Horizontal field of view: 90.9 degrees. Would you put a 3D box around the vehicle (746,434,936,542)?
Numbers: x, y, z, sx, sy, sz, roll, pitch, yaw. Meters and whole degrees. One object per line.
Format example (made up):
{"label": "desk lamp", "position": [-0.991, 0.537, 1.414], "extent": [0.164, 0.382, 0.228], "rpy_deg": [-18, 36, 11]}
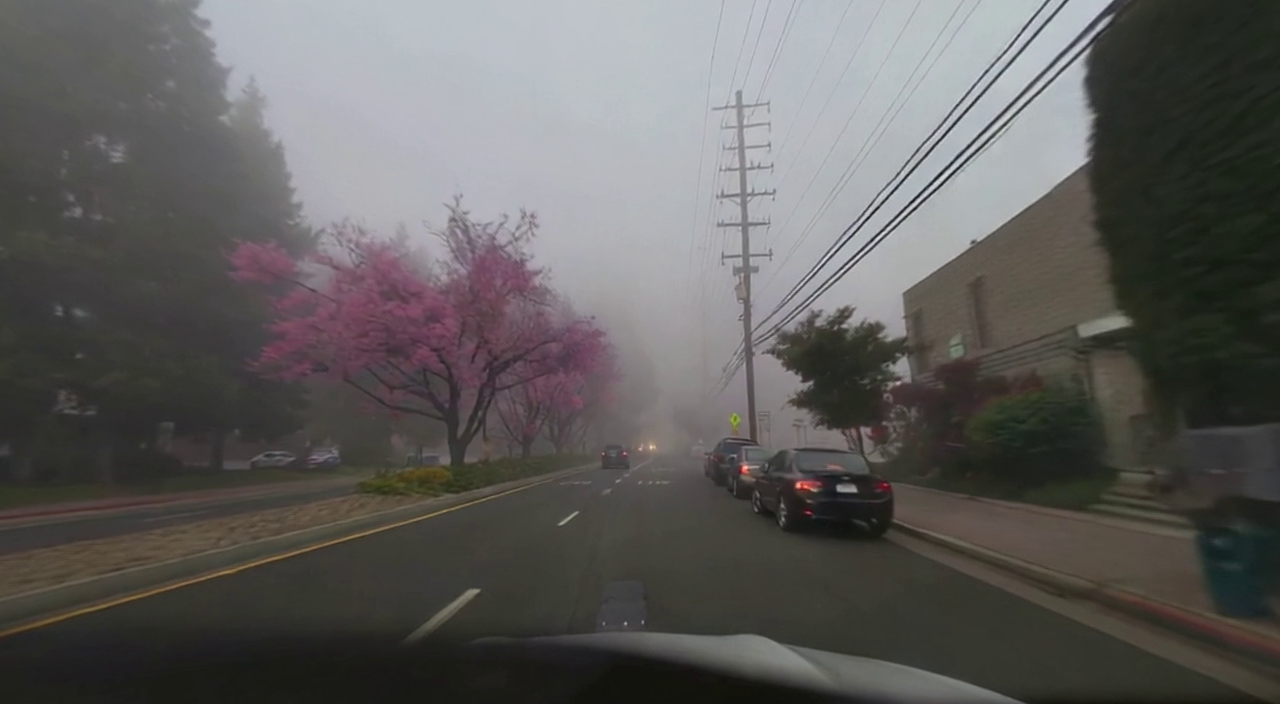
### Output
{"label": "vehicle", "position": [3.249, 2.290, 11.326], "extent": [1.985, 1.500, 4.654], "rpy_deg": [0, -9, 1]}

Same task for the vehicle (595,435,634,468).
{"label": "vehicle", "position": [-1.593, 6.507, 41.275], "extent": [2.202, 1.961, 4.980], "rpy_deg": [0, -9, 2]}

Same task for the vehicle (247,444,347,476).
{"label": "vehicle", "position": [-21.938, 6.924, 40.577], "extent": [5.252, 1.925, 2.061], "rpy_deg": [3, -9, -19]}
